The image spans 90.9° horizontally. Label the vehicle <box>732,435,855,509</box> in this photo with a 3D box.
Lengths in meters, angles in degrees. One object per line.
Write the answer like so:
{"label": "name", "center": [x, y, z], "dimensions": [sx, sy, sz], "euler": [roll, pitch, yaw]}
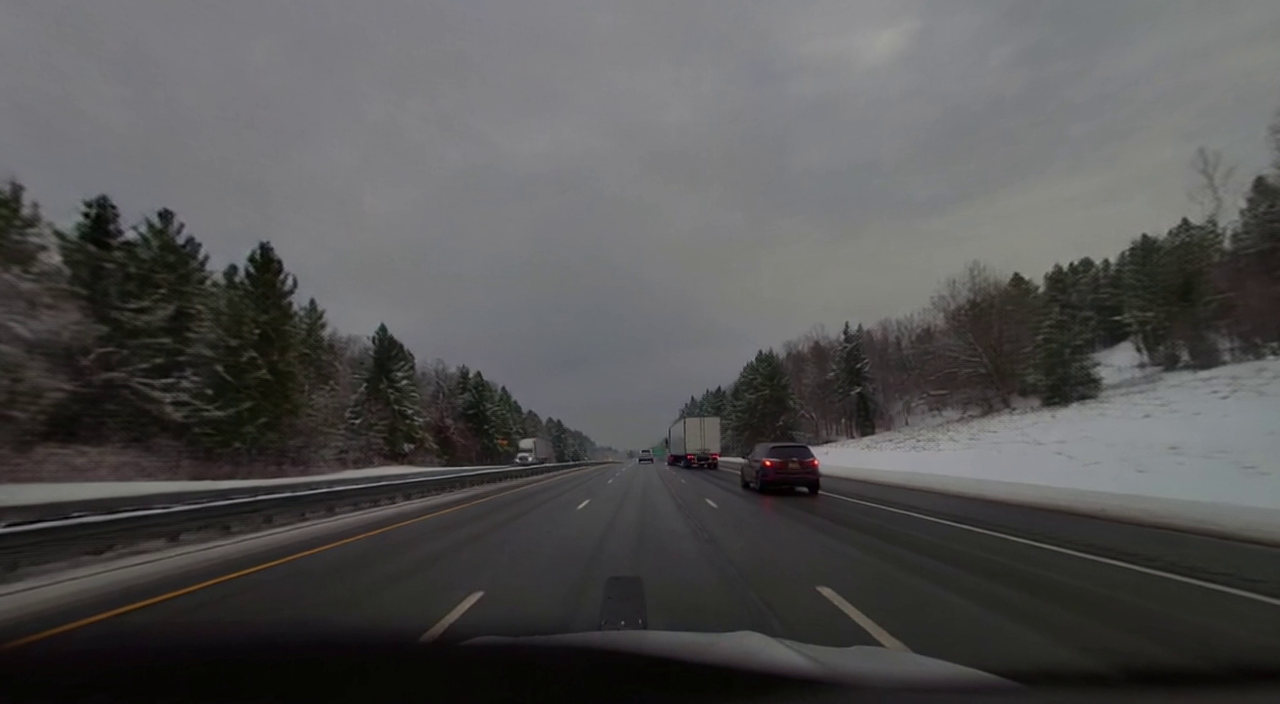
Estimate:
{"label": "vehicle", "center": [3.791, 3.038, 16.393], "dimensions": [2.096, 1.653, 4.185], "euler": [0, -9, 0]}

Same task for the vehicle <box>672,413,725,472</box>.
{"label": "vehicle", "center": [4.318, 7.045, 48.608], "dimensions": [3.117, 3.971, 10.593], "euler": [0, -9, 0]}
